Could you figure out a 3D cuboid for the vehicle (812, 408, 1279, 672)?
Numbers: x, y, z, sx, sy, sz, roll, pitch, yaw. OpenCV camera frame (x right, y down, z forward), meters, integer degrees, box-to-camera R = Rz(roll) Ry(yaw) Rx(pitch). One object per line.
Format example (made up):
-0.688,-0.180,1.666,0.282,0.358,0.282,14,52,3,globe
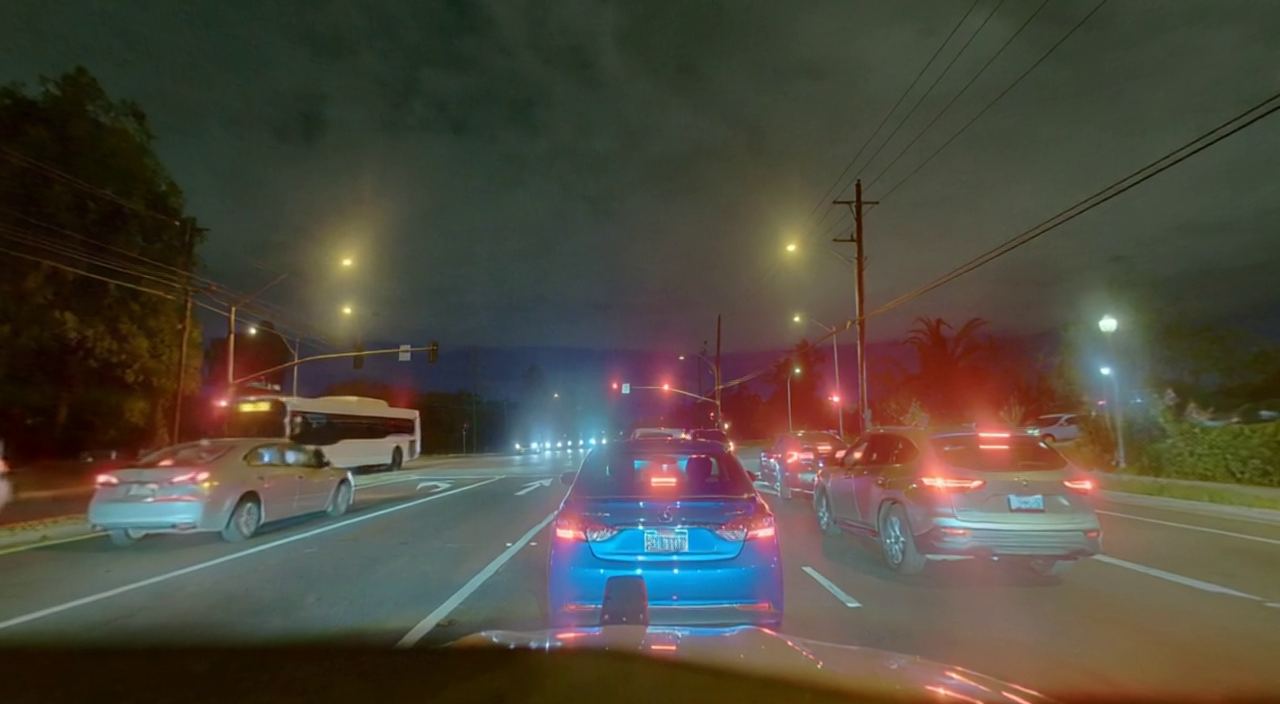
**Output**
3.130,1.401,5.825,1.870,1.523,4.096,0,-8,-1,vehicle

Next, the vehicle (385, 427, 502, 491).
-6.262,3.489,20.899,2.070,1.824,5.196,-1,-8,2,vehicle

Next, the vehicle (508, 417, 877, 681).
0.280,1.418,5.669,2.109,1.483,3.964,0,-8,-1,vehicle

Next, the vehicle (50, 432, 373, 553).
-6.404,2.114,10.321,1.955,1.497,4.639,-1,-8,1,vehicle
